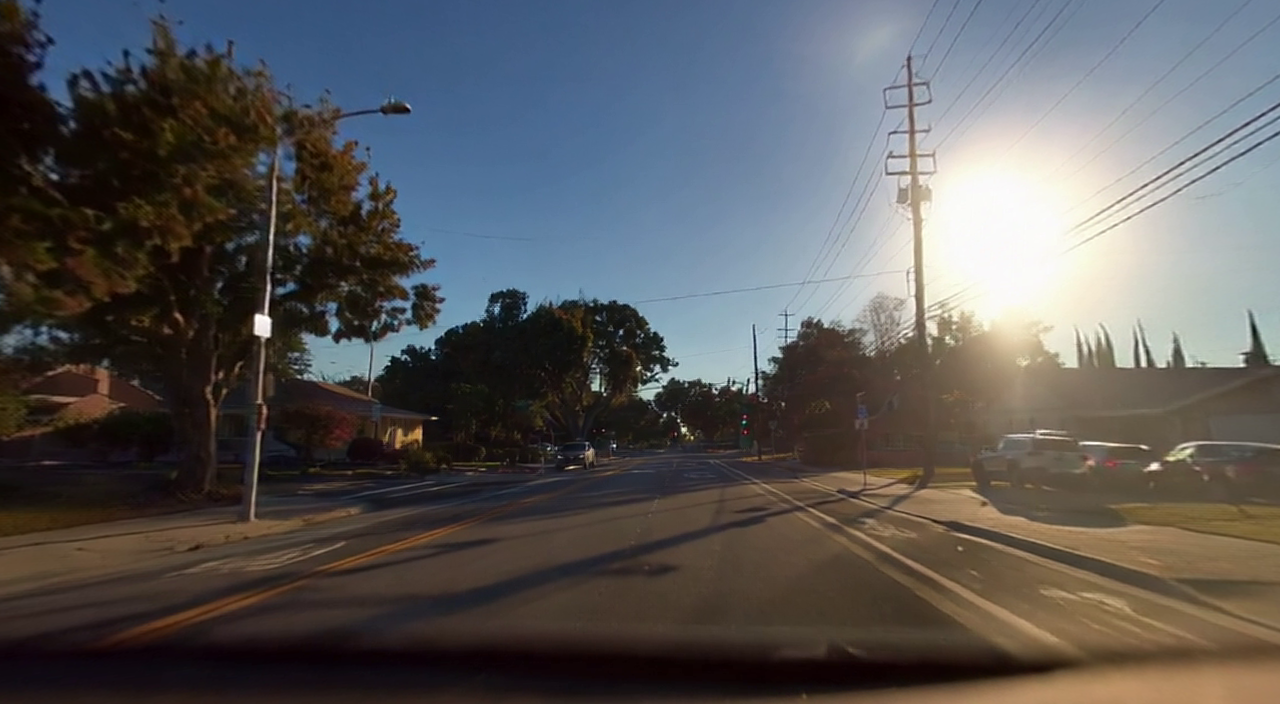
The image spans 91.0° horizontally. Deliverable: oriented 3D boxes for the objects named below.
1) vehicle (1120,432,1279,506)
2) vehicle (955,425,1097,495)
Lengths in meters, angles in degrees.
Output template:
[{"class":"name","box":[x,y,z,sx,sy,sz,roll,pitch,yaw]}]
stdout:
[{"class":"vehicle","box":[15.354,3.024,16.673,1.935,1.683,4.669,0,-9,6]},{"class":"vehicle","box":[12.321,3.465,20.543,1.912,1.953,4.651,0,-9,4]}]
